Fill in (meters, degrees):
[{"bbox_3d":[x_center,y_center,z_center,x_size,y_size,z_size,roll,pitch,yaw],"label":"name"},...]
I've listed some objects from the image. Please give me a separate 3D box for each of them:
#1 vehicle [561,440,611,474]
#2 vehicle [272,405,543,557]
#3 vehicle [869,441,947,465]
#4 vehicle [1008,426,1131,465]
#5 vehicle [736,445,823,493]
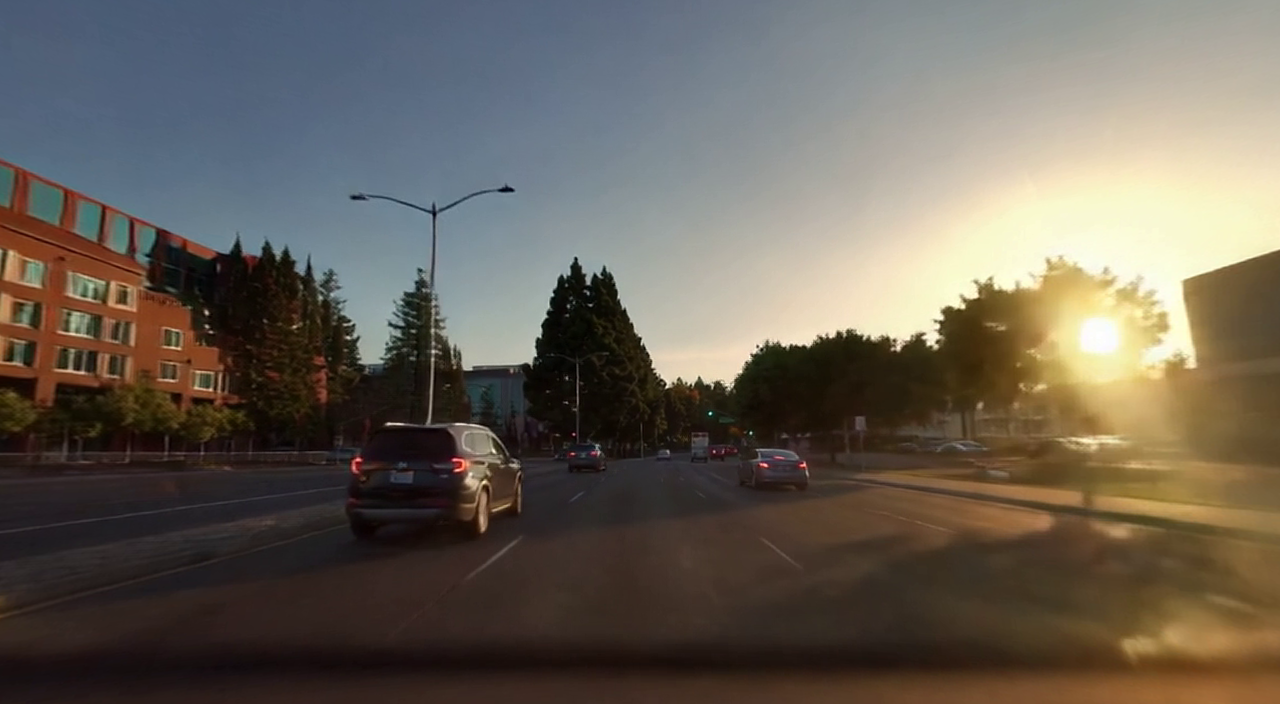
[{"bbox_3d":[-3.033,6.082,36.793,2.305,1.833,4.912,-1,-9,2],"label":"vehicle"},{"bbox_3d":[-3.305,2.014,10.607,2.450,1.866,5.416,0,-9,0],"label":"vehicle"},{"bbox_3d":[19.709,7.435,46.425,4.972,1.547,2.226,2,-10,-21],"label":"vehicle"},{"bbox_3d":[27.793,6.167,41.424,2.943,2.298,7.374,0,-9,0],"label":"vehicle"},{"bbox_3d":[4.732,4.026,22.114,1.960,1.471,4.378,0,-9,-1],"label":"vehicle"}]
